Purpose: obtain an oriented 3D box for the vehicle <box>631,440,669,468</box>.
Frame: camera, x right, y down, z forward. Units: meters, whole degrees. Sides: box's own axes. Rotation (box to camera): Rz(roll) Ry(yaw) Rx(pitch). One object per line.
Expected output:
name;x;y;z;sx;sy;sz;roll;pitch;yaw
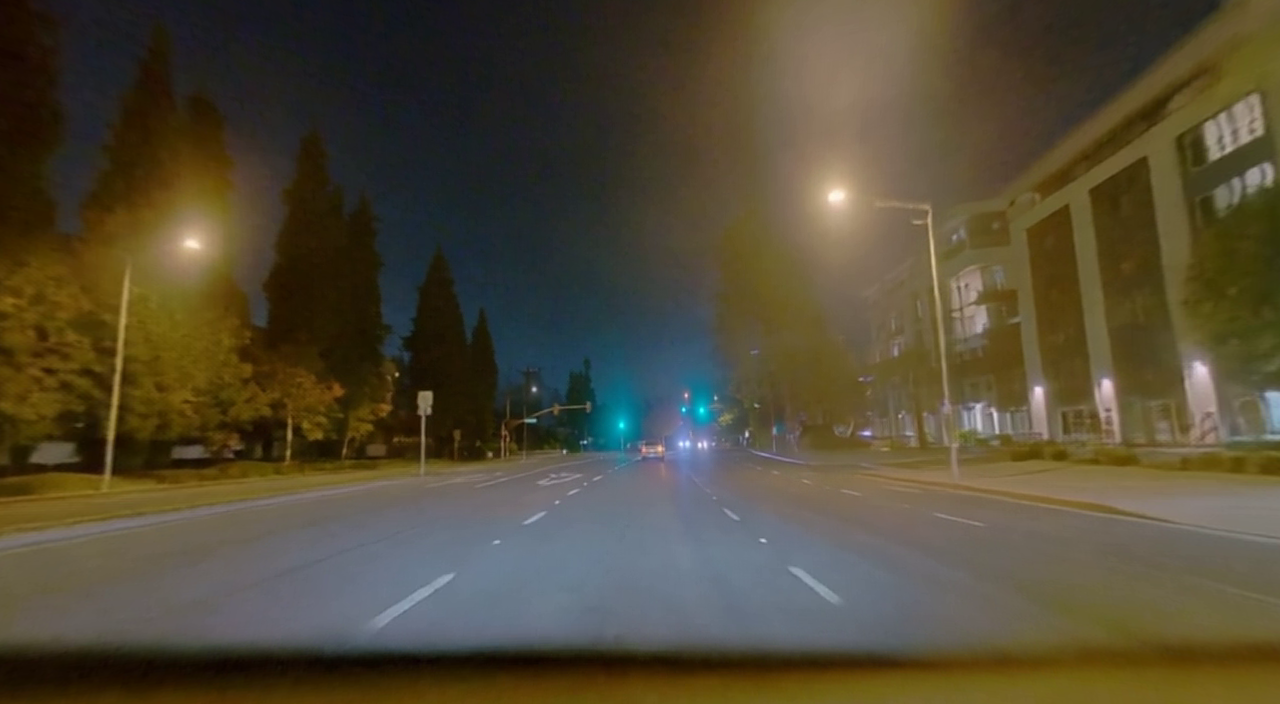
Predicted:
vehicle;0.640;5.972;37.048;2.037;1.568;3.693;-1;-9;4
